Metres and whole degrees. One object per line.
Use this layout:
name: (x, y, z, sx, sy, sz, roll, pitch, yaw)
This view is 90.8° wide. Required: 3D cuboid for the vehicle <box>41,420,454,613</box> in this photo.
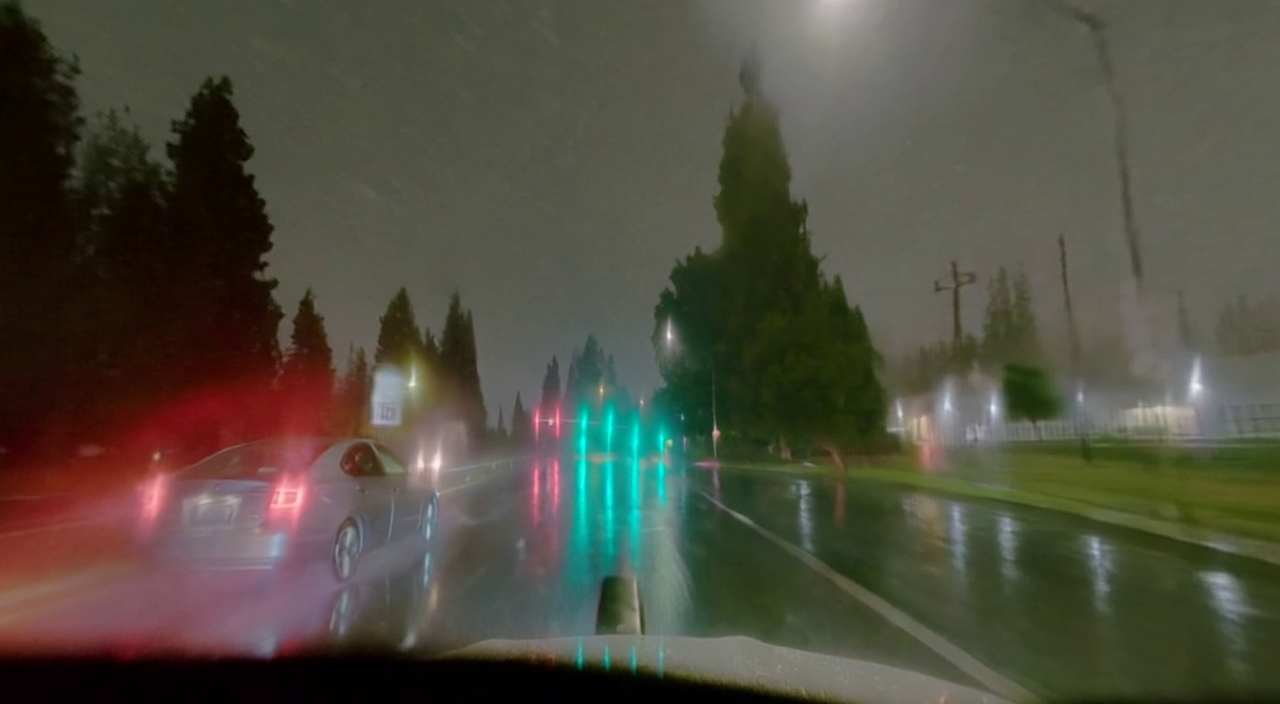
vehicle: (-3.806, 1.641, 7.280, 1.915, 1.521, 4.283, 0, -9, 1)
